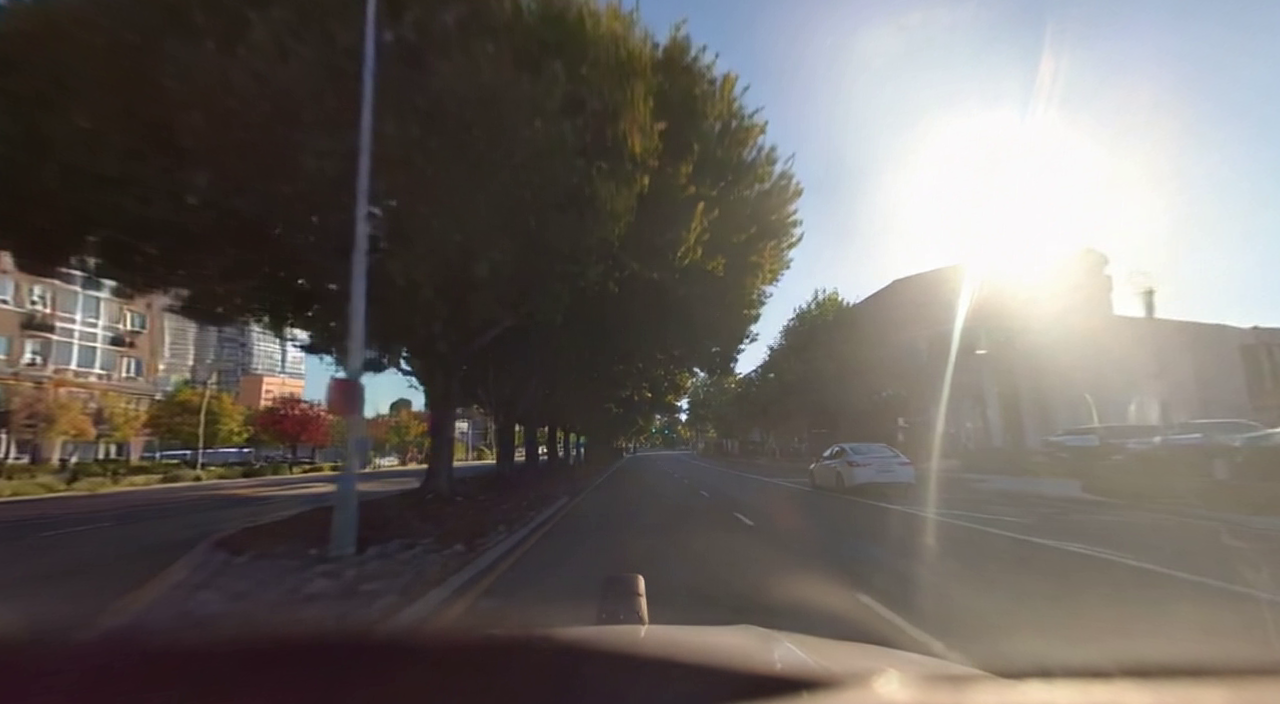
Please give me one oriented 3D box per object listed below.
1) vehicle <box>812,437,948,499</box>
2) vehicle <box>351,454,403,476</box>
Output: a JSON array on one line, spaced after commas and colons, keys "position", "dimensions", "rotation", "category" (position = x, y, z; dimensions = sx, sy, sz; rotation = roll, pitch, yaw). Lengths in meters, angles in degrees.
[{"position": [6.602, 3.240, 18.074], "dimensions": [1.913, 1.504, 4.738], "rotation": [0, -8, -1], "category": "vehicle"}, {"position": [-19.292, 8.284, 46.578], "dimensions": [1.895, 1.458, 4.586], "rotation": [-3, -9, 0], "category": "vehicle"}]
